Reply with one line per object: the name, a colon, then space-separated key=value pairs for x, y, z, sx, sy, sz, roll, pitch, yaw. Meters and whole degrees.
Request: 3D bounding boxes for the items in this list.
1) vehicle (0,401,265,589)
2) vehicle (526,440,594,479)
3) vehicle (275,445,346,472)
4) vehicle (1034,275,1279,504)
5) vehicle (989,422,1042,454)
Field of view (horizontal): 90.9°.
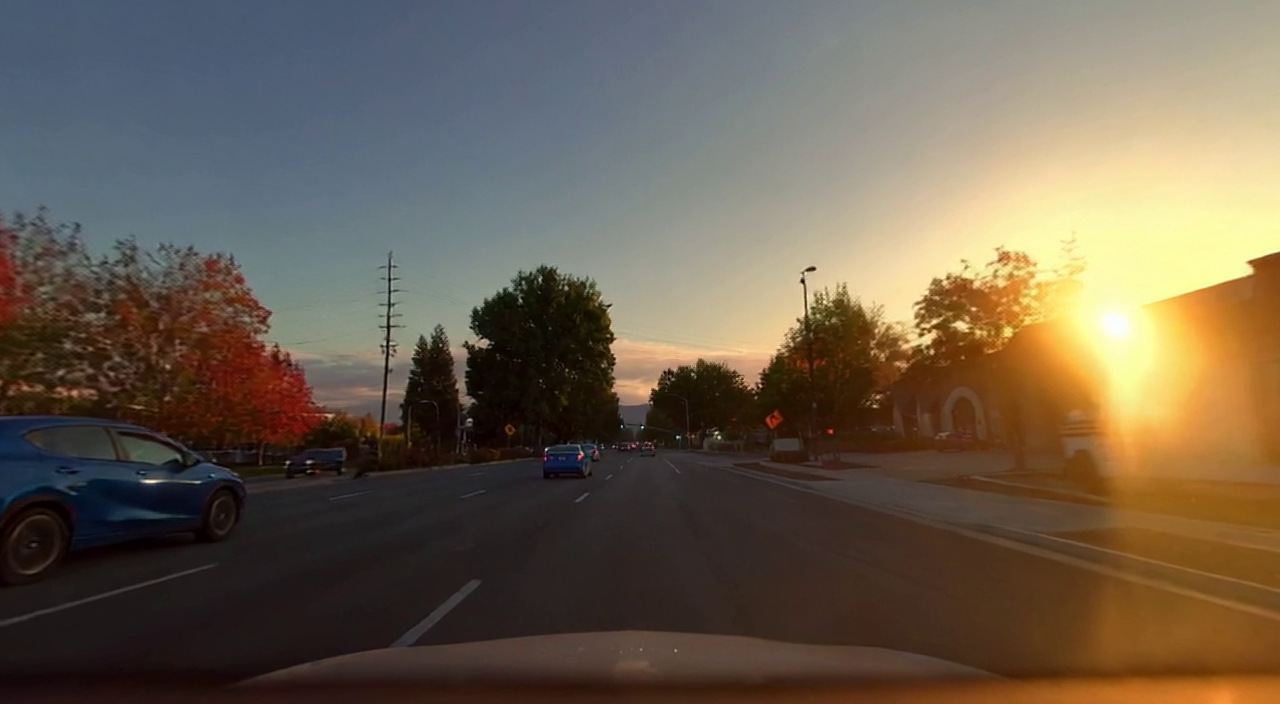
vehicle: x=-6.911 y=1.576 z=7.508 sx=2.043 sy=1.726 sz=4.472 roll=0 pitch=-9 yaw=1
vehicle: x=-3.242 y=4.469 z=26.424 sx=2.152 sy=1.479 sz=4.394 roll=0 pitch=-9 yaw=1
vehicle: x=-22.474 y=7.256 z=43.240 sx=2.134 sy=1.711 sz=4.975 roll=0 pitch=-9 yaw=1
vehicle: x=11.924 y=0.708 z=10.917 sx=2.995 sy=3.704 sz=10.928 roll=0 pitch=-9 yaw=-1
vehicle: x=24.988 y=5.758 z=42.145 sx=2.342 sy=2.007 sz=5.843 roll=-3 pitch=-9 yaw=25
